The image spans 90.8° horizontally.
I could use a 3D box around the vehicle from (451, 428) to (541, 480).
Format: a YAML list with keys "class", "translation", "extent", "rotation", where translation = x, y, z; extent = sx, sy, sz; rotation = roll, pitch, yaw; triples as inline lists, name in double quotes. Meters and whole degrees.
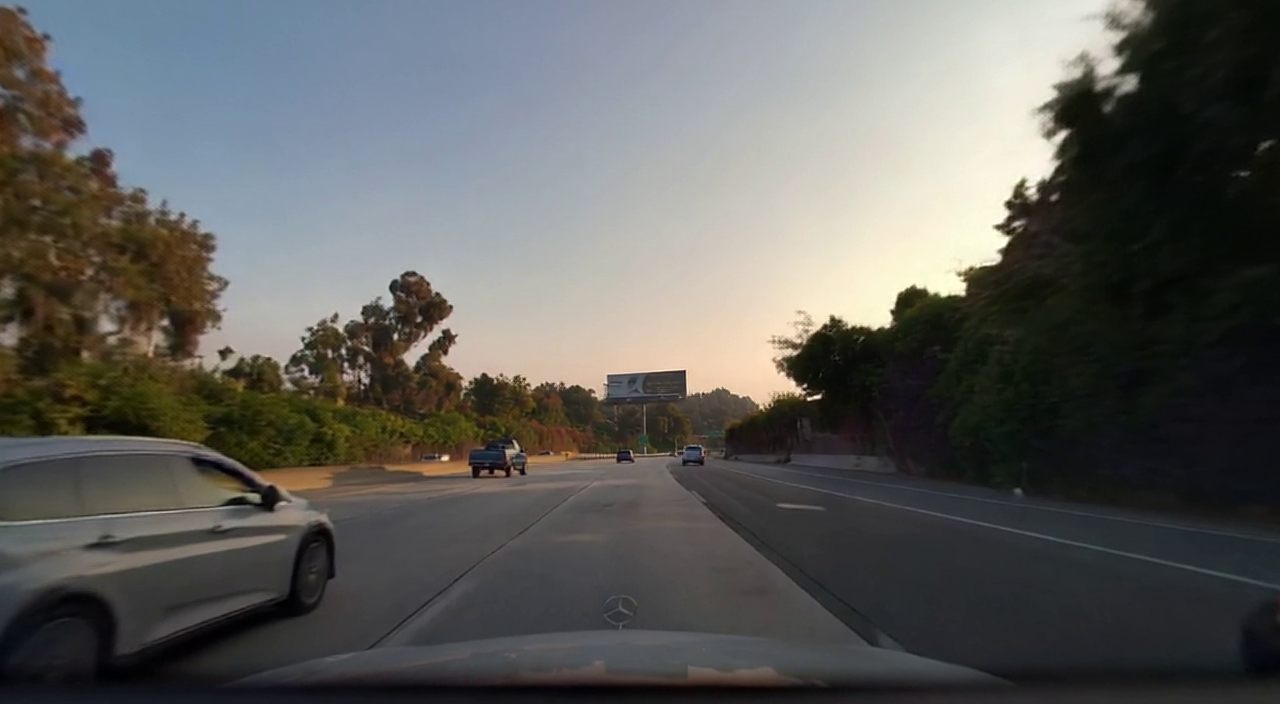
- class: "vehicle"
  translation: [-6.167, 4.487, 27.982]
  extent: [2.383, 2.048, 5.875]
  rotation: [0, -9, 2]

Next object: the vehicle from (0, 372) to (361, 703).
- class: "vehicle"
  translation: [-3.200, 0.870, 2.432]
  extent: [2.192, 1.482, 4.454]
  rotation: [0, -9, 0]

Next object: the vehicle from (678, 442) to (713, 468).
- class: "vehicle"
  translation: [4.031, 7.567, 46.675]
  extent: [2.211, 1.814, 4.404]
  rotation: [0, -9, 0]
